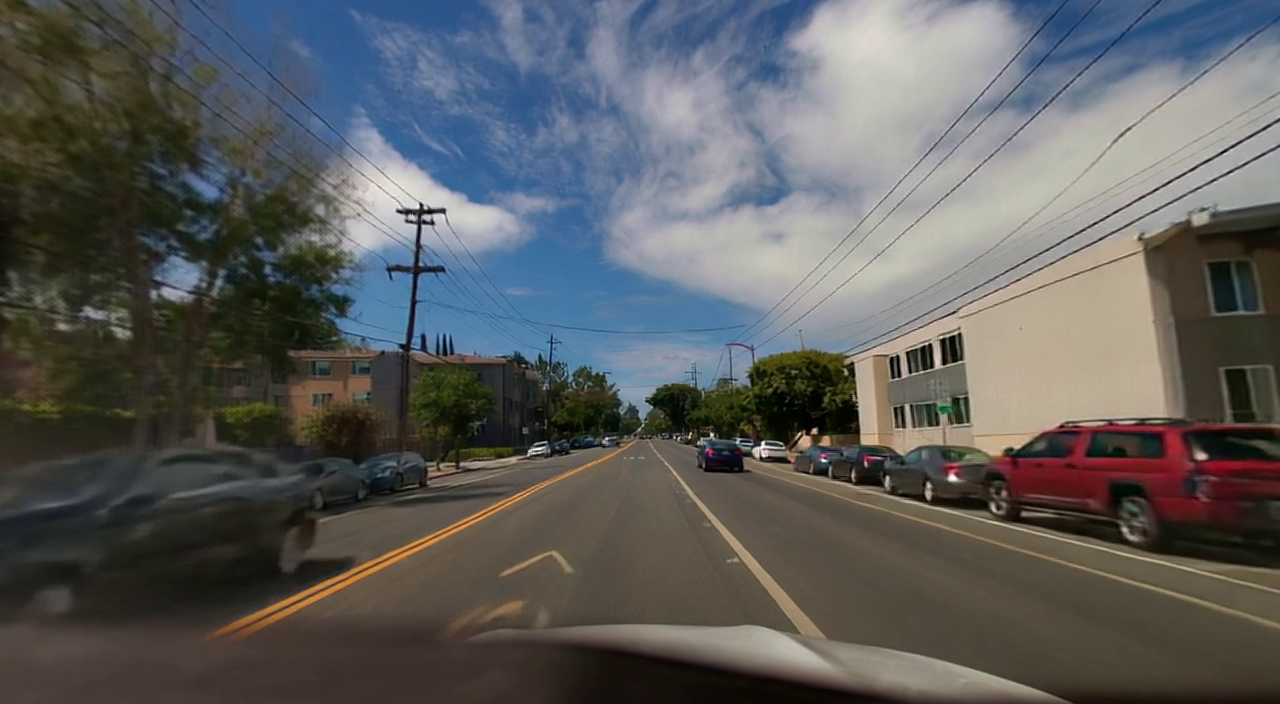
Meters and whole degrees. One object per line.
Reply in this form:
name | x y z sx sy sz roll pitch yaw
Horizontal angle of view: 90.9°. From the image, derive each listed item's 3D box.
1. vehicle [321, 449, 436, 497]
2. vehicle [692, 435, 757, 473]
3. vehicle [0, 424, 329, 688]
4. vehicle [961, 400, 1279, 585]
vehicle | -9.253 4.280 22.827 2.117 1.474 4.740 0 -8 0
vehicle | 3.582 4.420 27.595 2.059 1.489 4.629 0 -8 -1
vehicle | -4.881 1.506 5.639 2.010 1.588 4.186 0 -8 1
vehicle | 7.667 1.910 9.729 2.250 1.935 6.052 0 -8 0
